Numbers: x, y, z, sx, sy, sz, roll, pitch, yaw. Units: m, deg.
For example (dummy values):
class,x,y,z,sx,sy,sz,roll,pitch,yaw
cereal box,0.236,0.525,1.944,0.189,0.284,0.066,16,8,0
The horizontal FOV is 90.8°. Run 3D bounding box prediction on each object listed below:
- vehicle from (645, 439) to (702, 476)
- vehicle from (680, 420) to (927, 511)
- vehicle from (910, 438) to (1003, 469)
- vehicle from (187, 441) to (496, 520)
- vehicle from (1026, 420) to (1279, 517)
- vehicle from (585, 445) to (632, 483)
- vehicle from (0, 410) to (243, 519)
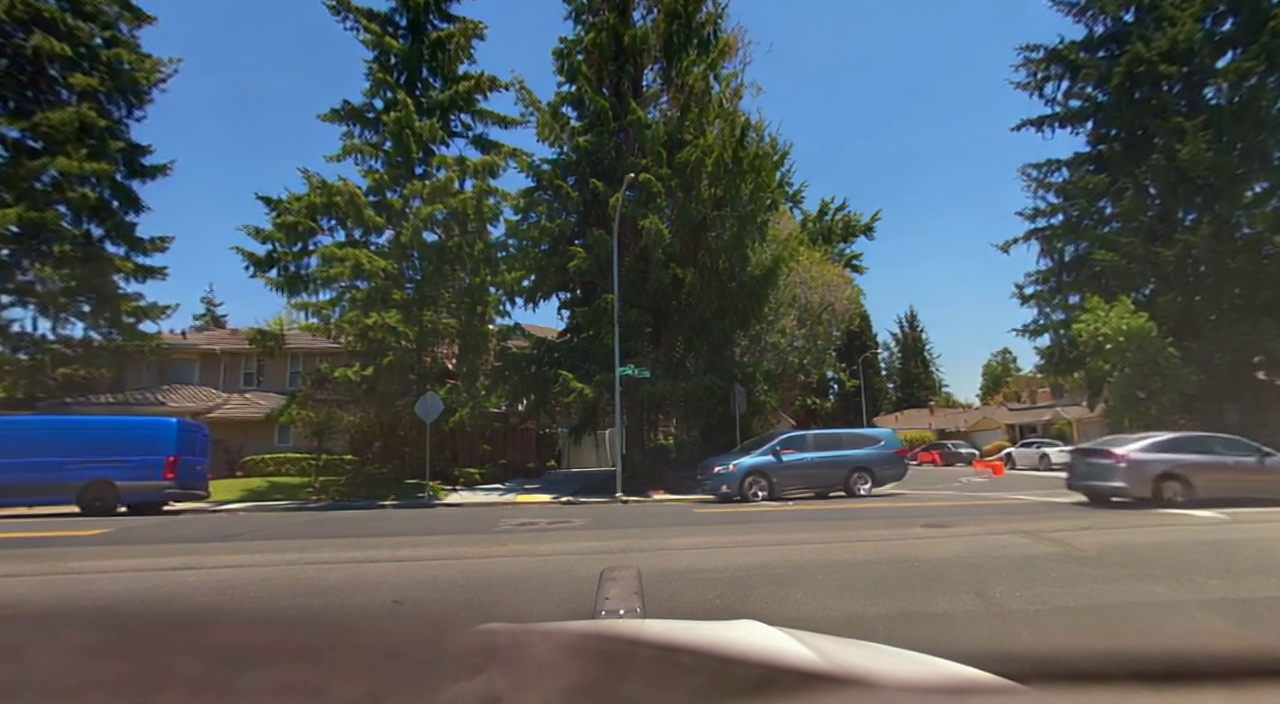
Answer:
class,x,y,z,sx,sy,sz,roll,pitch,yaw
vehicle,1.384,4.557,27.592,1.745,1.461,4.074,1,-9,-8
vehicle,3.637,2.565,14.600,5.047,1.851,2.103,1,-9,-10
vehicle,20.758,6.653,41.579,4.984,1.912,2.132,1,-9,-7
vehicle,-7.331,3.255,16.533,6.643,1.777,2.925,1,-9,-7
vehicle,10.101,2.084,11.635,4.684,1.556,2.087,1,-9,-7
vehicle,-1.416,4.711,26.861,1.648,1.430,3.654,4,-9,-7
vehicle,-14.897,2.878,15.792,7.824,2.323,2.863,-1,-10,-5
